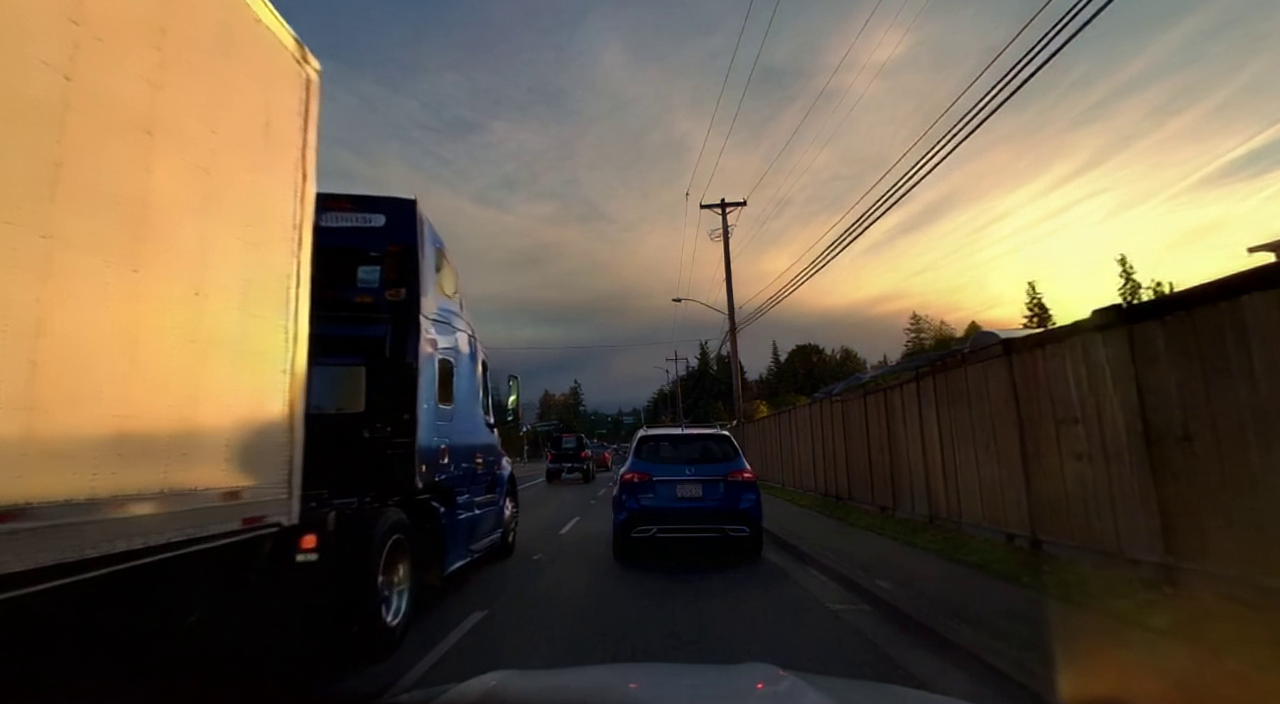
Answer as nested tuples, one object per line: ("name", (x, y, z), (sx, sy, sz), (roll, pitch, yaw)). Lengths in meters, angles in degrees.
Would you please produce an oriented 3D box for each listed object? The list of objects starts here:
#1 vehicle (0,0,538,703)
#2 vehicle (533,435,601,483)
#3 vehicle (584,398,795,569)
("vehicle", (-3.130, 0.366, 5.067), (2.928, 3.658, 8.980), (0, -9, 1))
("vehicle", (-2.707, 4.092, 24.347), (2.037, 1.639, 4.213), (0, -9, 2))
("vehicle", (0.483, 1.670, 8.658), (2.174, 1.749, 4.113), (0, -9, -1))
